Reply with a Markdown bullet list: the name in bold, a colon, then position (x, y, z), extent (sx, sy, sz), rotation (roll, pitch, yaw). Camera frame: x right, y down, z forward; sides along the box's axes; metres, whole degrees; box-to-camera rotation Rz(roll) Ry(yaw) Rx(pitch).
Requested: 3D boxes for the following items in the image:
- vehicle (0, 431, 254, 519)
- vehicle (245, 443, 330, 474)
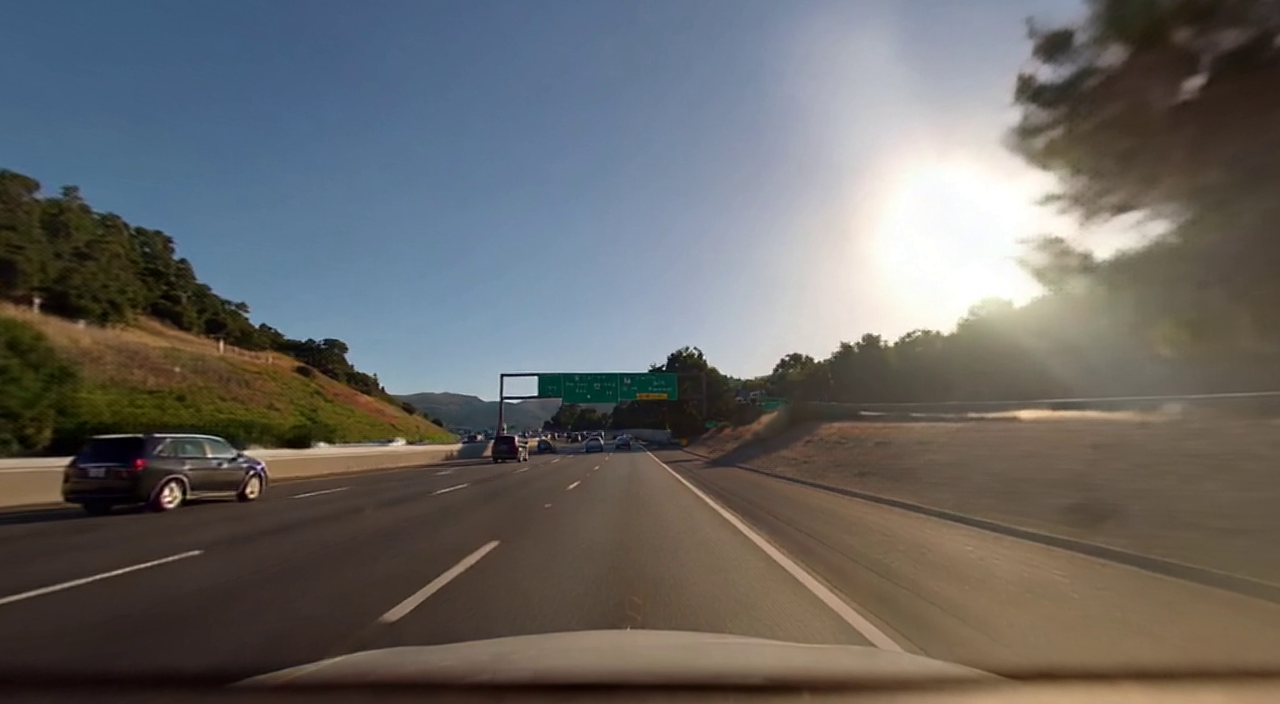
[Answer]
- **vehicle**: position (-11.175, 2.657, 14.160), extent (2.001, 1.625, 4.528), rotation (0, -8, 0)
- **vehicle**: position (-18.388, 5.539, 33.035), extent (1.872, 1.486, 4.556), rotation (0, -8, 0)
